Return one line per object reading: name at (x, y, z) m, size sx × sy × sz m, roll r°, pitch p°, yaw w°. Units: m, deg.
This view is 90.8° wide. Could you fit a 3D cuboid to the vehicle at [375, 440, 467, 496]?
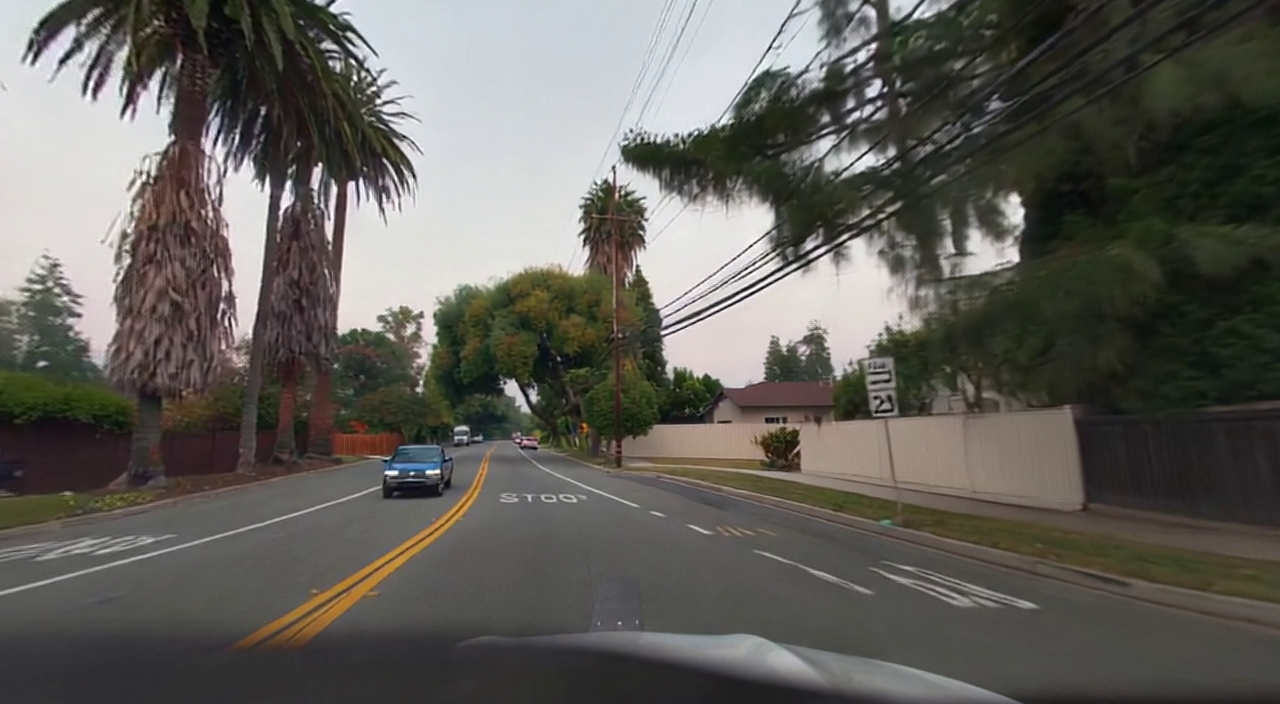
vehicle at (-6.692, 3.547, 19.808) m, size 2.061 × 1.510 × 4.457 m, roll 1°, pitch -9°, yaw -11°
